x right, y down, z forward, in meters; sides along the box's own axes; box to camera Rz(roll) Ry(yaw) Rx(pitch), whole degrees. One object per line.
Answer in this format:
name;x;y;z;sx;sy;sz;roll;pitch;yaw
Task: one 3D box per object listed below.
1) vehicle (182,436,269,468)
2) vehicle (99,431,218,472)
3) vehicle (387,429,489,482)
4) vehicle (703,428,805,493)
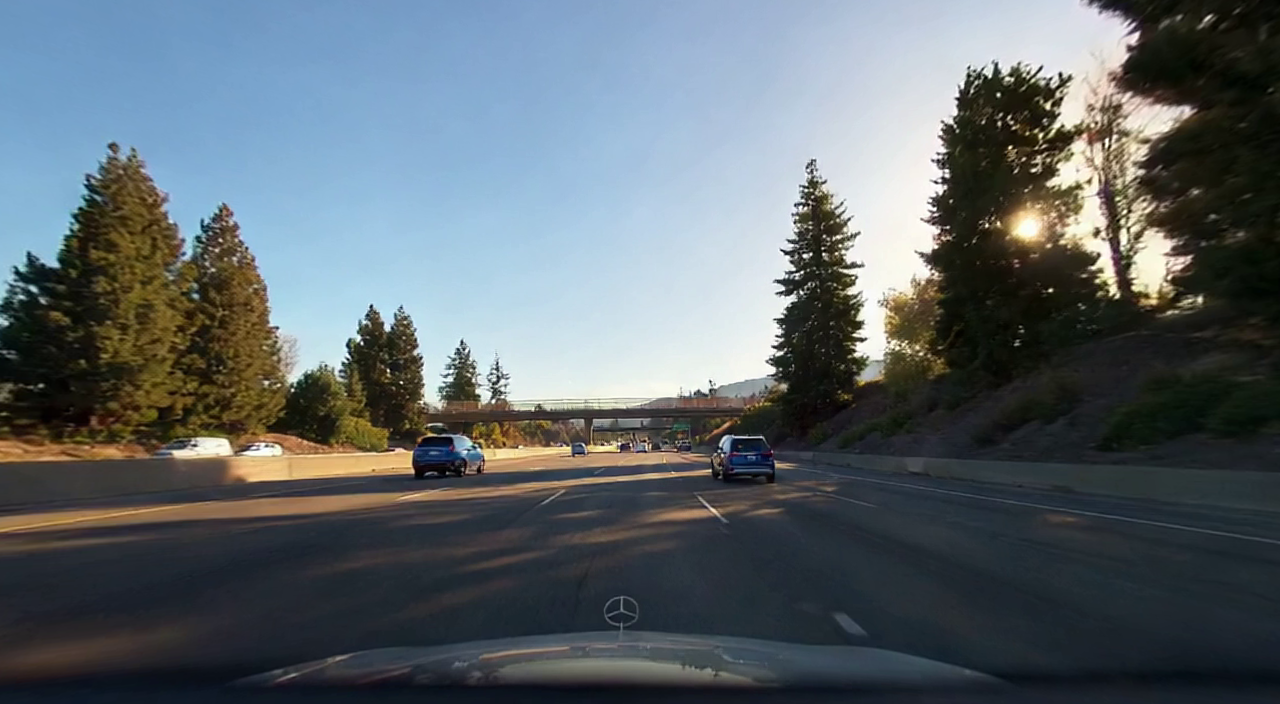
vehicle;-29.051;7.030;44.567;2.486;2.052;5.260;0;-9;1
vehicle;-29.072;6.052;38.551;2.255;2.247;6.168;0;-8;1
vehicle;-7.588;3.950;24.377;2.193;1.818;4.995;0;-8;1
vehicle;3.296;3.255;19.291;2.185;1.749;4.477;0;-8;-1
